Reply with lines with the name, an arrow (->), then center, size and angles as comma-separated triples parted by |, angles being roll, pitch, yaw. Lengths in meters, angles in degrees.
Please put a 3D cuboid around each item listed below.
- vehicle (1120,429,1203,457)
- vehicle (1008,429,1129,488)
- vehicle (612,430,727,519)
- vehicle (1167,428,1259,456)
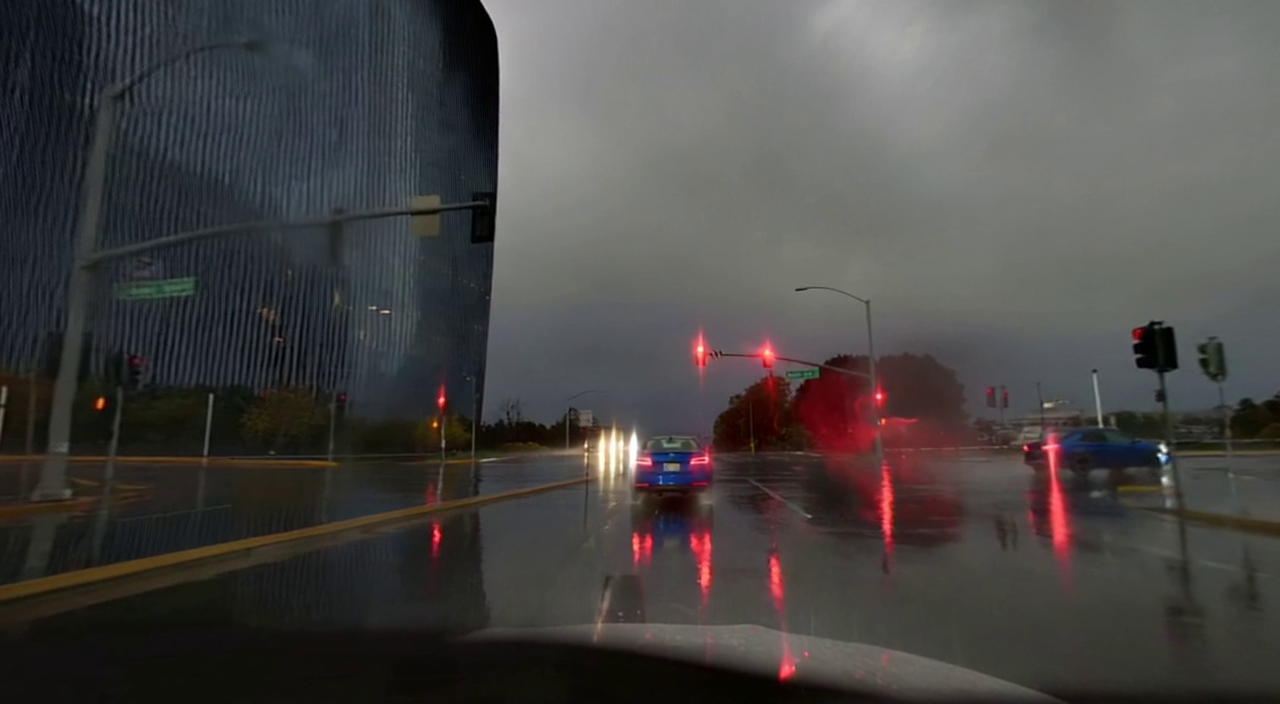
vehicle -> 29.530, 5.203, 35.803 | 1.816, 1.476, 3.652 | -1, -9, 6
vehicle -> 14.558, 3.564, 21.291 | 4.739, 1.749, 2.174 | 8, -12, -42
vehicle -> 0.702, 2.479, 13.228 | 2.014, 1.525, 4.197 | -1, -9, 5
vehicle -> 32.024, 5.073, 35.319 | 1.743, 1.472, 3.772 | 0, -9, 5
